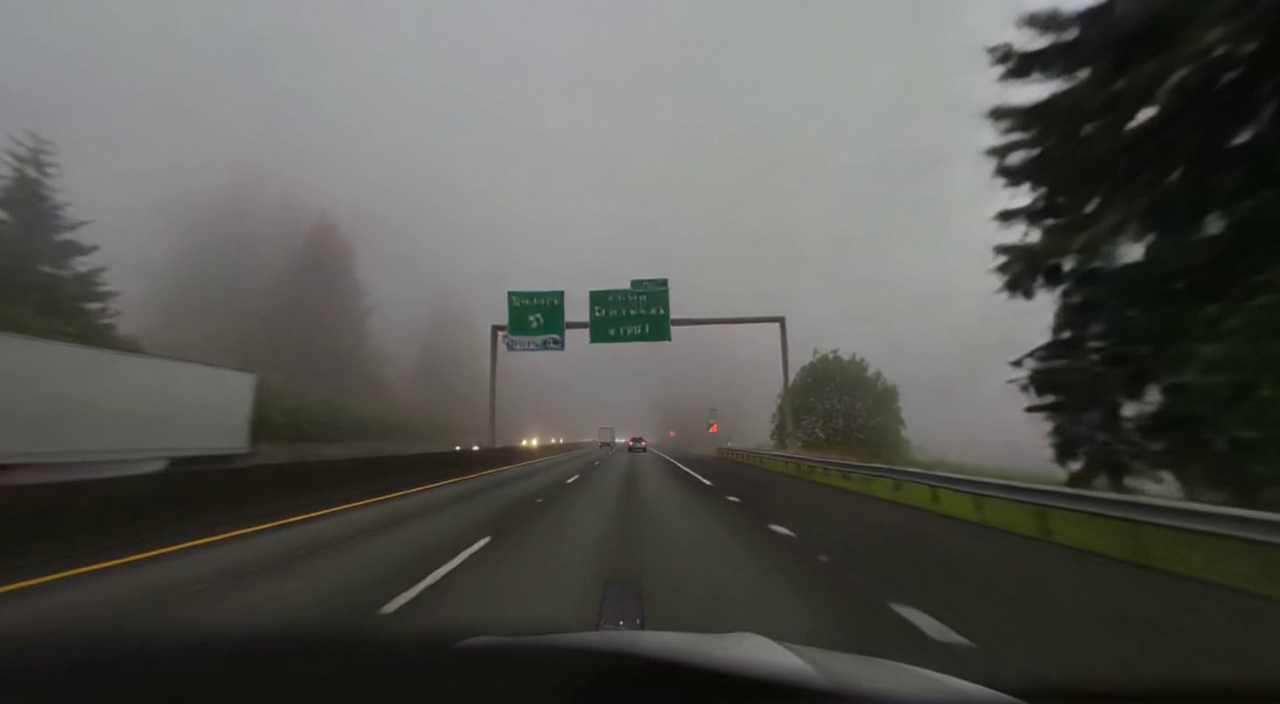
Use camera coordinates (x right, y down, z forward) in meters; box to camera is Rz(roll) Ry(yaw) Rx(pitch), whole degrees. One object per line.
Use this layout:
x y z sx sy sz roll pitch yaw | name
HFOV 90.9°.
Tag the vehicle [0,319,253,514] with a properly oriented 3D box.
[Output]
-14.468 1.651 15.281 2.855 3.907 11.604 1 -8 -1 | vehicle
